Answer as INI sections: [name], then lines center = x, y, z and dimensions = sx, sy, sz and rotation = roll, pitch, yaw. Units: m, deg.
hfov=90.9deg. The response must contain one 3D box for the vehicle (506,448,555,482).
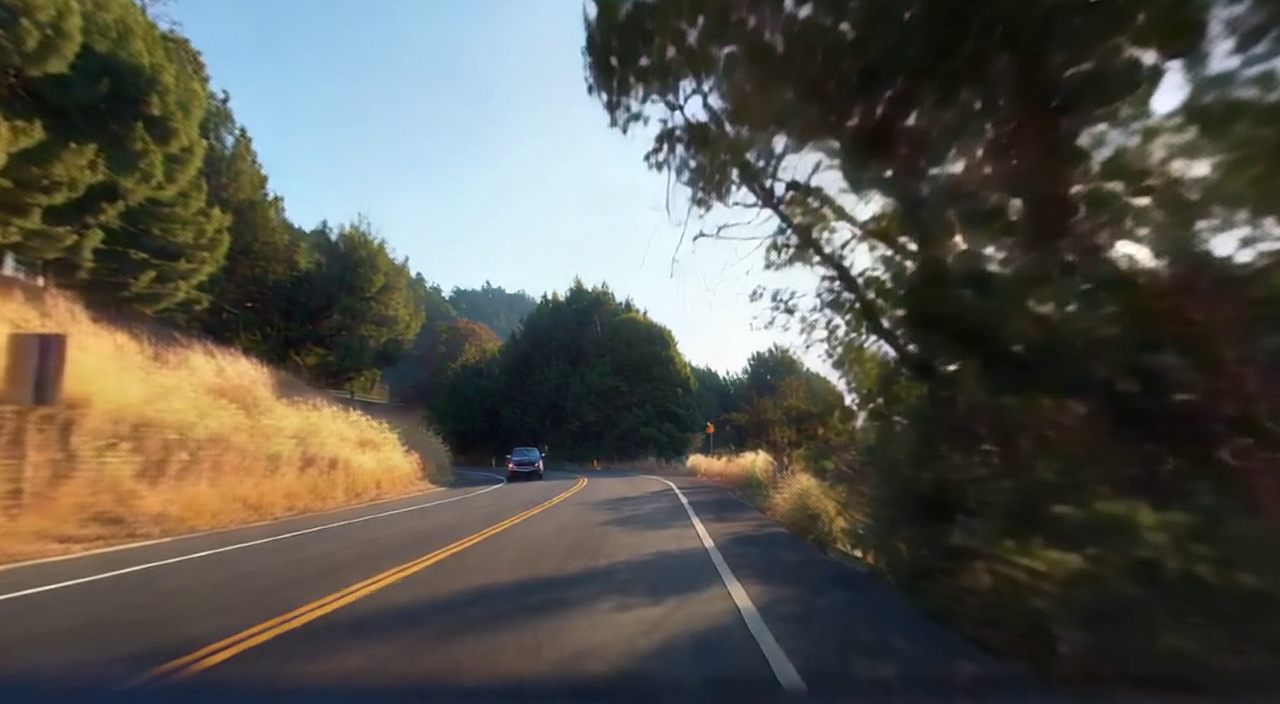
[vehicle]
center = -7.146, 7.193, 40.570
dimensions = 2.546, 1.975, 5.702
rotation = 2, -9, -15
